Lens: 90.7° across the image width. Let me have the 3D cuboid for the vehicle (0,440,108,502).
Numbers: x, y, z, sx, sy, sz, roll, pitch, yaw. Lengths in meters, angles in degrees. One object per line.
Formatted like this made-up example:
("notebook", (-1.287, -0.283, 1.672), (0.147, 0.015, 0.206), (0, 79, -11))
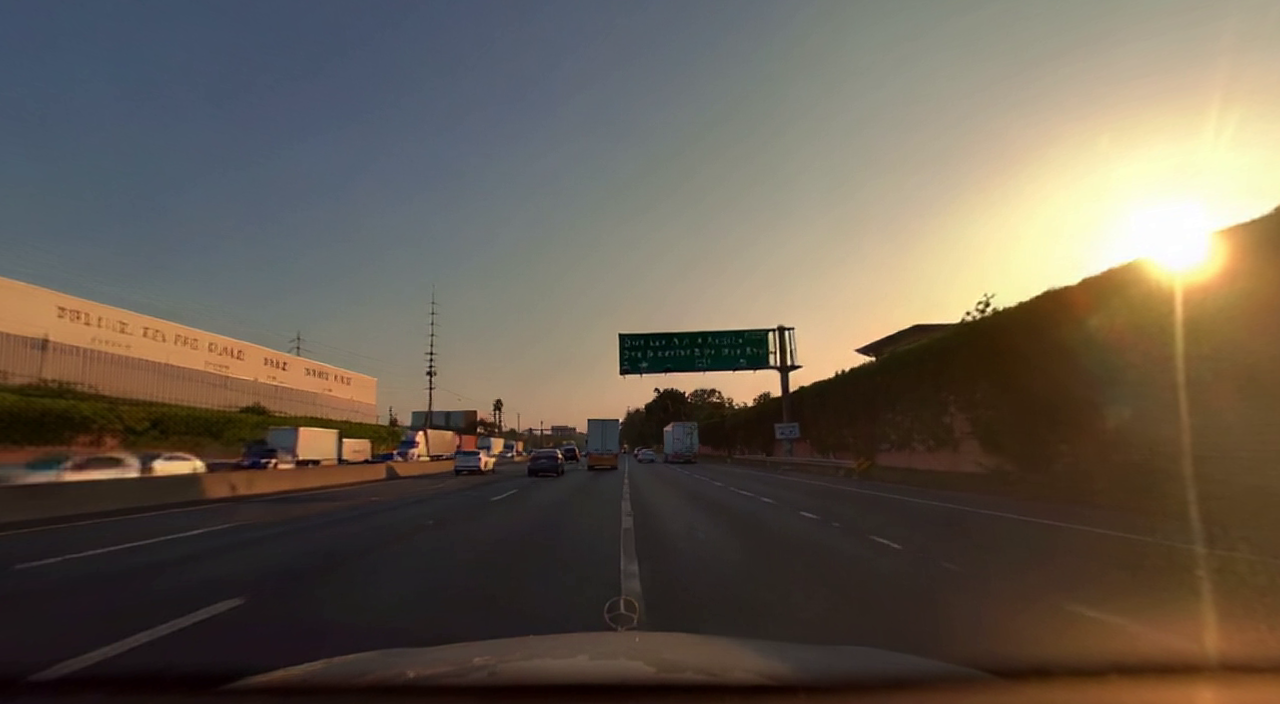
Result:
("vehicle", (-18.163, 3.351, 18.019), (2.030, 1.629, 4.673), (0, -9, -2))

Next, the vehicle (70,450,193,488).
("vehicle", (-22.270, 5.121, 28.003), (1.798, 1.496, 4.490), (0, -9, -2))

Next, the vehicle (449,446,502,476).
("vehicle", (-10.208, 6.786, 39.611), (2.129, 1.717, 4.593), (0, -9, 0))

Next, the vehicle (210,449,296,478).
("vehicle", (-26.292, 7.542, 43.313), (2.212, 1.805, 5.949), (0, -9, -1))

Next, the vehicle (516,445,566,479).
("vehicle", (-5.147, 5.772, 33.395), (2.132, 1.679, 4.045), (0, -9, -3))
